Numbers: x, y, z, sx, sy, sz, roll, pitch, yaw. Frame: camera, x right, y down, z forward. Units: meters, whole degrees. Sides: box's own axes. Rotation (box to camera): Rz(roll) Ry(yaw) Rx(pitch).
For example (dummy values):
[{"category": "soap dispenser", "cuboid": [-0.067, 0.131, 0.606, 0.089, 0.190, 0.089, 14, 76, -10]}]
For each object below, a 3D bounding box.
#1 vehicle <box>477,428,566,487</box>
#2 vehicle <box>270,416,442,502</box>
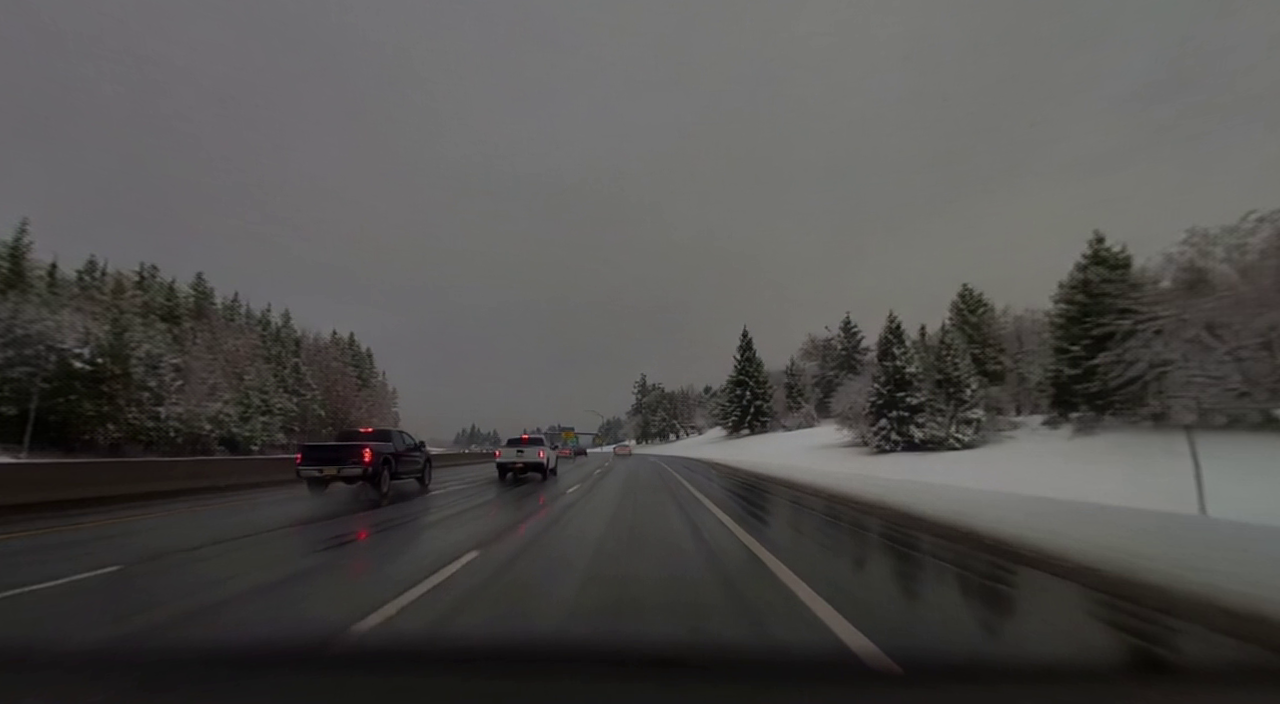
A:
[{"category": "vehicle", "cuboid": [-3.915, 3.592, 21.725, 2.142, 1.789, 5.009, 0, -8, 0]}, {"category": "vehicle", "cuboid": [-7.335, 2.832, 17.031, 2.160, 1.949, 5.293, 0, -8, 0]}]
